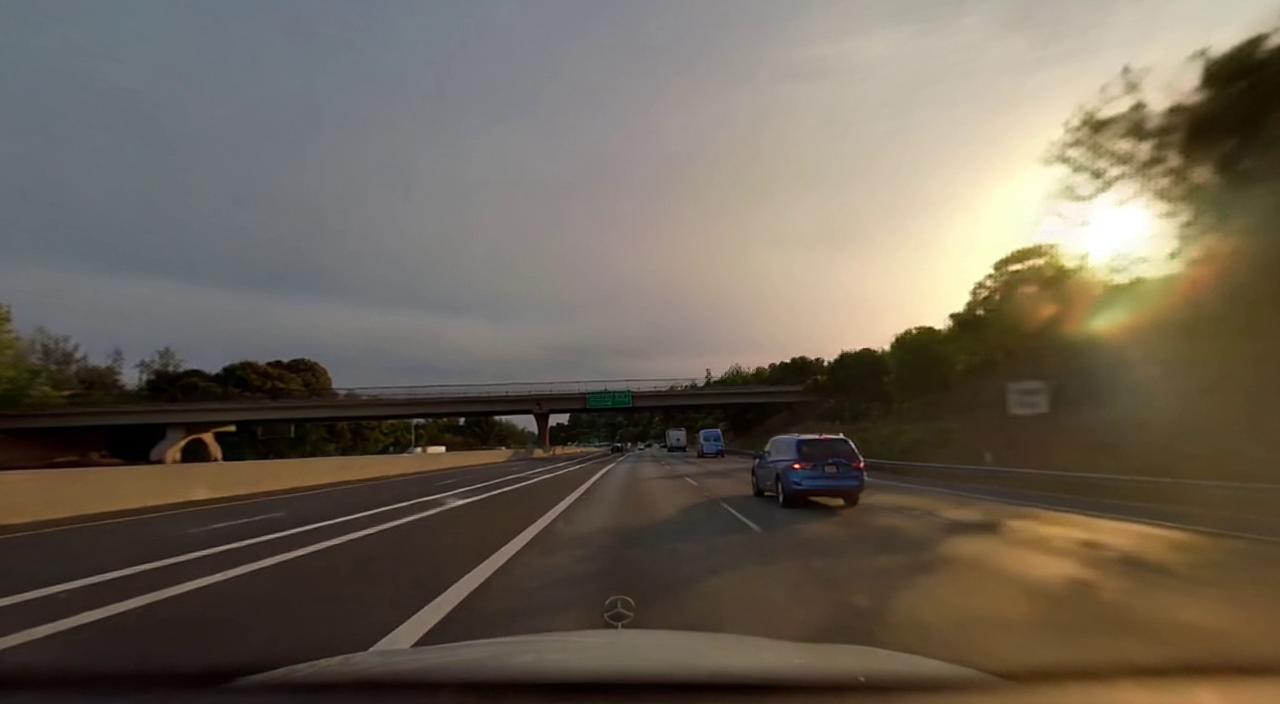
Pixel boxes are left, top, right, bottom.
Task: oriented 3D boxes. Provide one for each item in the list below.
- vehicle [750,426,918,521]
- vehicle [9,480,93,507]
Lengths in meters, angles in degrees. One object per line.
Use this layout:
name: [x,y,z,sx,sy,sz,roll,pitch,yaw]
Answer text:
vehicle: [3.907,2.538,13.667,2.148,1.691,4.443,0,-9,-1]
vehicle: [-39.728,9.538,42.567,1.777,1.456,3.949,0,-9,0]
